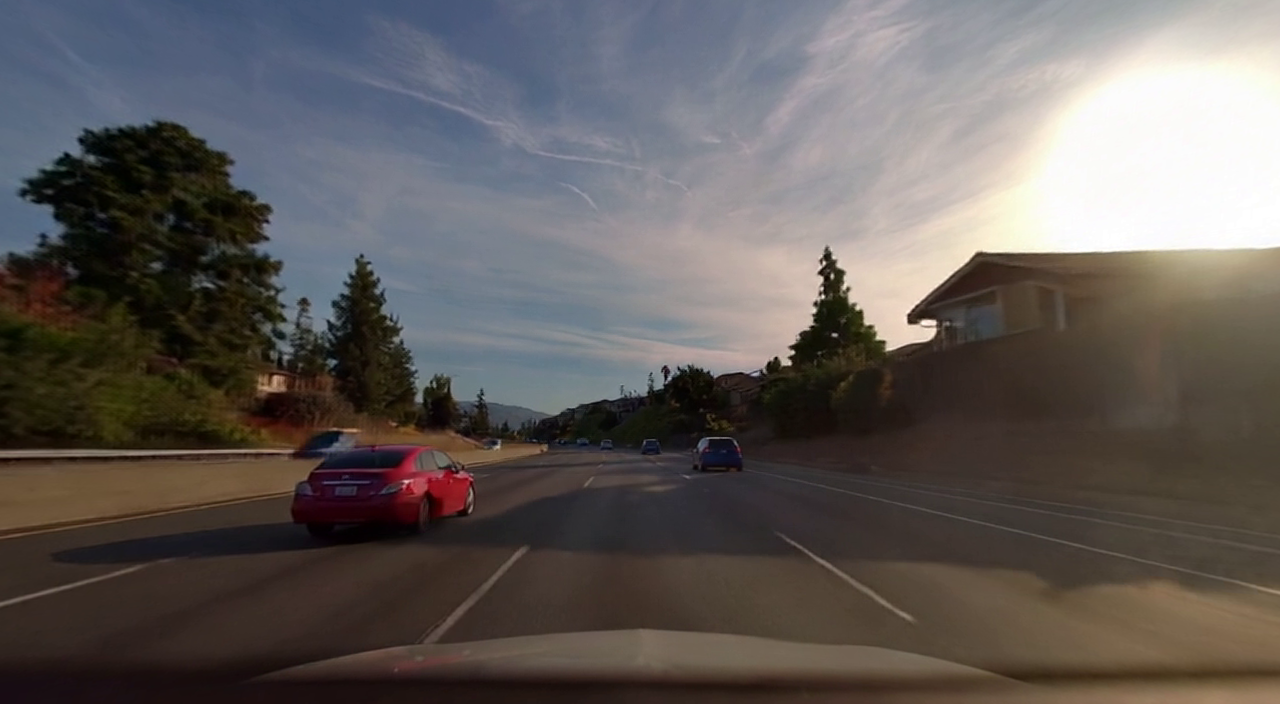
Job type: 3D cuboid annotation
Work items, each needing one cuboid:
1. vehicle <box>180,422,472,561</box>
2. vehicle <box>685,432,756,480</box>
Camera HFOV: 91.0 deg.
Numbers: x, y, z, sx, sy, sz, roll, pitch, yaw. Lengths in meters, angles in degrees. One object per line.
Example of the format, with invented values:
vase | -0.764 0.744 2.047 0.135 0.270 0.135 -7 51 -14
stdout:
vehicle | -4.078 1.883 9.245 2.036 1.528 4.400 0 -9 0
vehicle | 3.031 4.051 24.718 2.092 1.686 4.188 0 -8 -2
